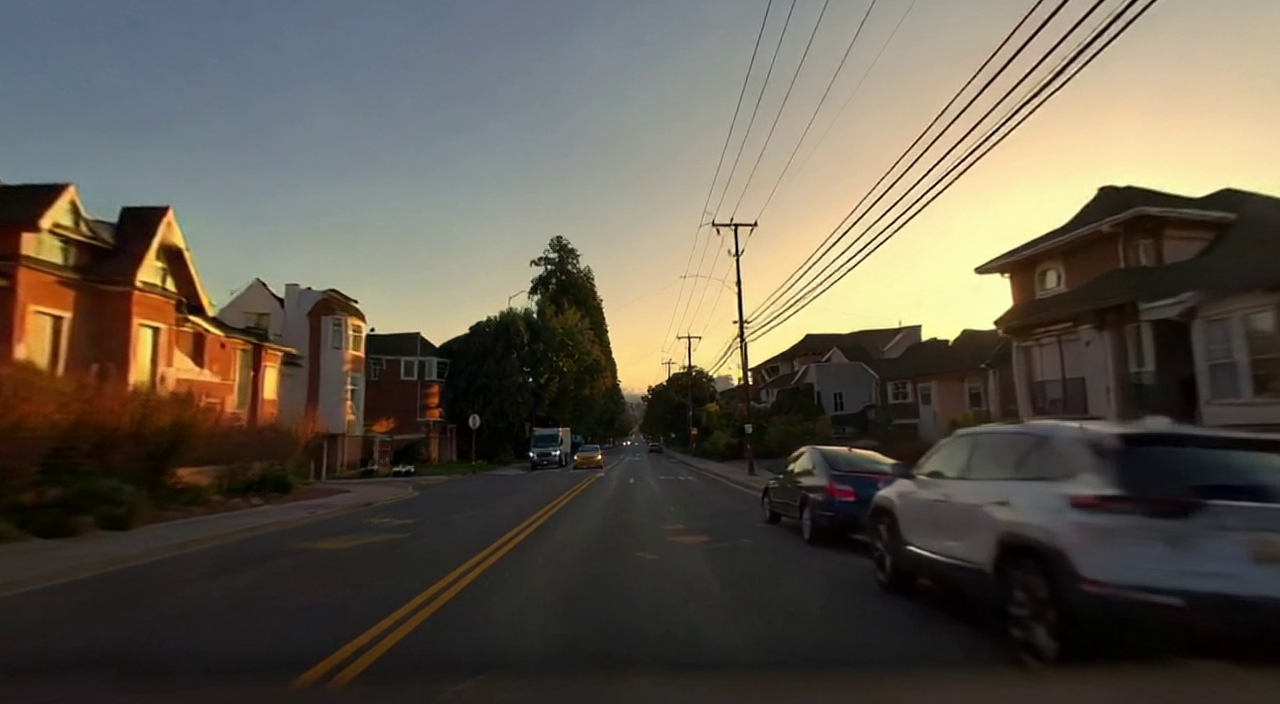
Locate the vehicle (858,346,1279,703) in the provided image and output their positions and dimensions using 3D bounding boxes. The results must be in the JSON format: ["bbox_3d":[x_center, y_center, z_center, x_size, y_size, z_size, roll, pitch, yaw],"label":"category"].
[{"bbox_3d":[3.132,1.151,4.210,1.945,1.792,3.903,0,-9,0],"label":"vehicle"}]

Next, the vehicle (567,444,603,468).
[{"bbox_3d":[-3.592,6.911,42.142,1.912,1.491,4.375,0,-9,1],"label":"vehicle"}]

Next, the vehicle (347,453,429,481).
[{"bbox_3d":[-15.261,6.999,38.501,4.204,1.626,1.874,1,-9,-5],"label":"vehicle"}]

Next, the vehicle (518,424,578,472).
[{"bbox_3d":[-6.746,7.103,47.678,3.197,3.187,7.847,-2,-7,1],"label":"vehicle"}]
